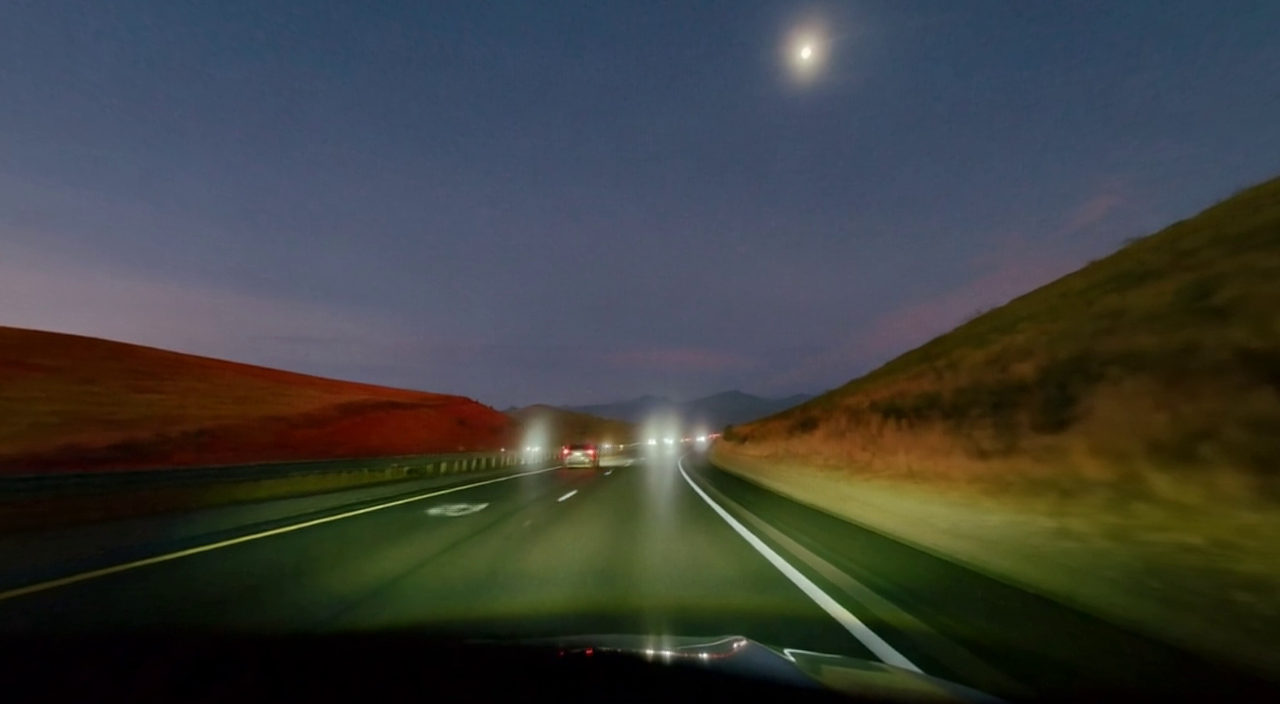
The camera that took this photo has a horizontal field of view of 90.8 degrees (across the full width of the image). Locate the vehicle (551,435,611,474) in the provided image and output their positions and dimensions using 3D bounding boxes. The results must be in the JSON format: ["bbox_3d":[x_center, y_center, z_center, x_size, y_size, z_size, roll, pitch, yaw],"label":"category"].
[{"bbox_3d":[-2.794,5.038,31.130,2.252,1.743,4.560,-1,-9,4],"label":"vehicle"}]
